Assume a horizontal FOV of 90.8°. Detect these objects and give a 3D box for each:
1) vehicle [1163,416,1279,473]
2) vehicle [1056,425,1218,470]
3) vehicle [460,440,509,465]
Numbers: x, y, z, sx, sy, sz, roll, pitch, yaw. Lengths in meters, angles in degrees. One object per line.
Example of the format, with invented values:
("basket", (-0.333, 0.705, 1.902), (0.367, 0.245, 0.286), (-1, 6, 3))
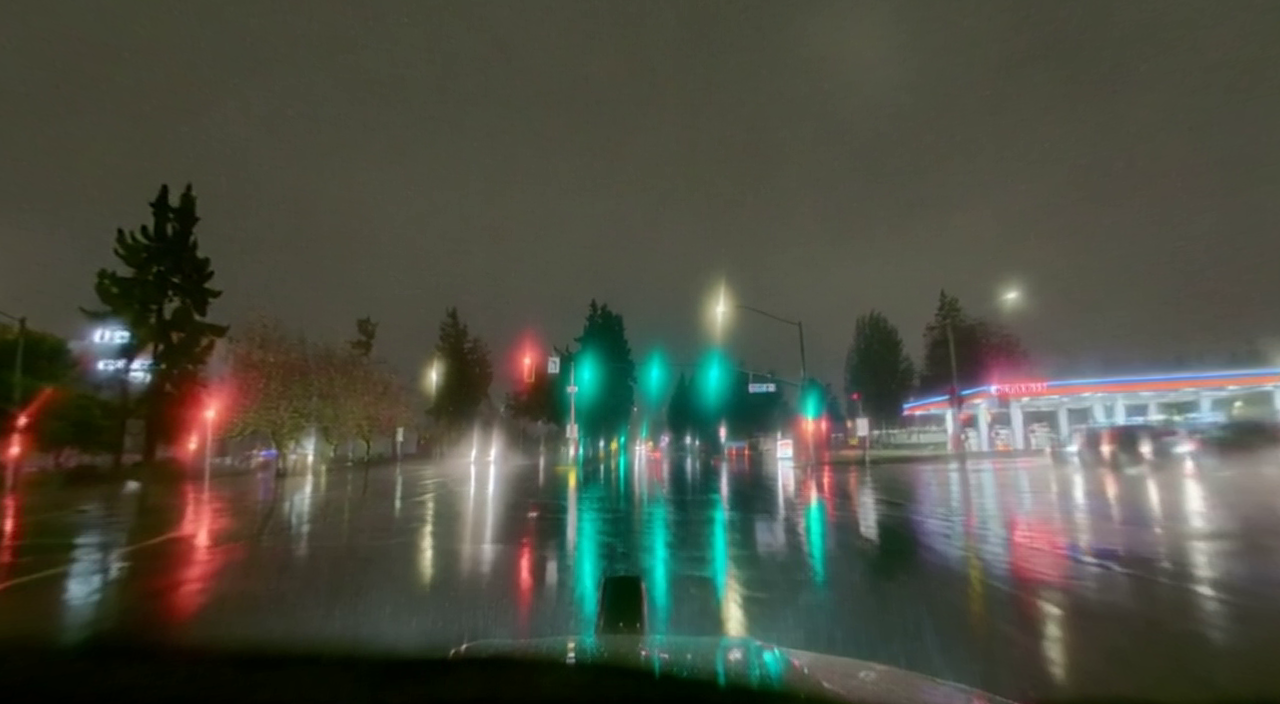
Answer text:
("vehicle", (20.176, 2.999, 20.601), (4.364, 1.737, 1.967), (-1, -8, 2))
("vehicle", (20.846, 4.010, 26.692), (4.966, 1.778, 2.104), (-1, -8, 2))
("vehicle", (-10.121, 6.556, 41.375), (2.029, 1.452, 4.598), (-3, -8, 0))
